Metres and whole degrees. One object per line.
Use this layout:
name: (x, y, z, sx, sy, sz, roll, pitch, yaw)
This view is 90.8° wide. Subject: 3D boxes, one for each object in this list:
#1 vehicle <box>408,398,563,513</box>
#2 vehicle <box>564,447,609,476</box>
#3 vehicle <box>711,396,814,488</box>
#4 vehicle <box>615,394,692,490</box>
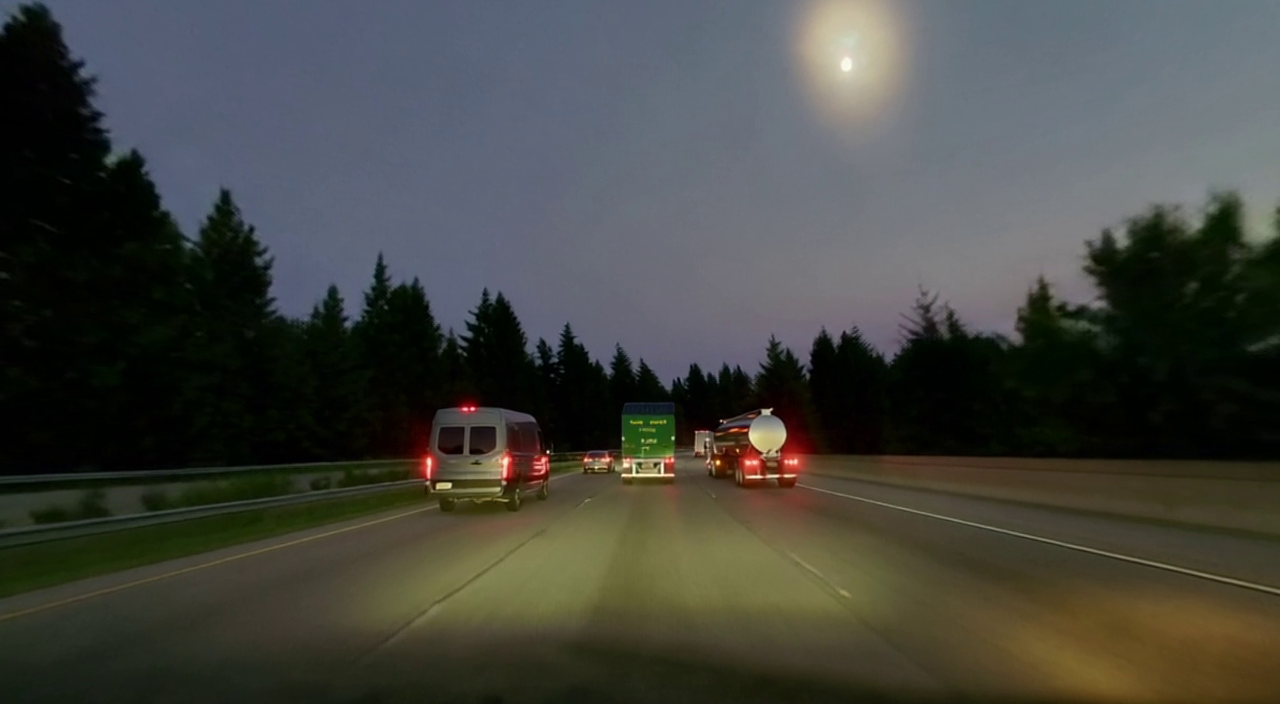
vehicle: (-3.882, 2.827, 17.480, 2.525, 2.572, 6.260, 0, -9, 2)
vehicle: (-3.171, 6.650, 38.480, 2.134, 1.652, 4.439, -1, -9, 3)
vehicle: (5.306, 4.318, 29.821, 2.706, 3.500, 11.483, 0, -9, 1)
vehicle: (0.315, 4.012, 27.646, 2.773, 3.455, 9.118, 0, -9, -2)
